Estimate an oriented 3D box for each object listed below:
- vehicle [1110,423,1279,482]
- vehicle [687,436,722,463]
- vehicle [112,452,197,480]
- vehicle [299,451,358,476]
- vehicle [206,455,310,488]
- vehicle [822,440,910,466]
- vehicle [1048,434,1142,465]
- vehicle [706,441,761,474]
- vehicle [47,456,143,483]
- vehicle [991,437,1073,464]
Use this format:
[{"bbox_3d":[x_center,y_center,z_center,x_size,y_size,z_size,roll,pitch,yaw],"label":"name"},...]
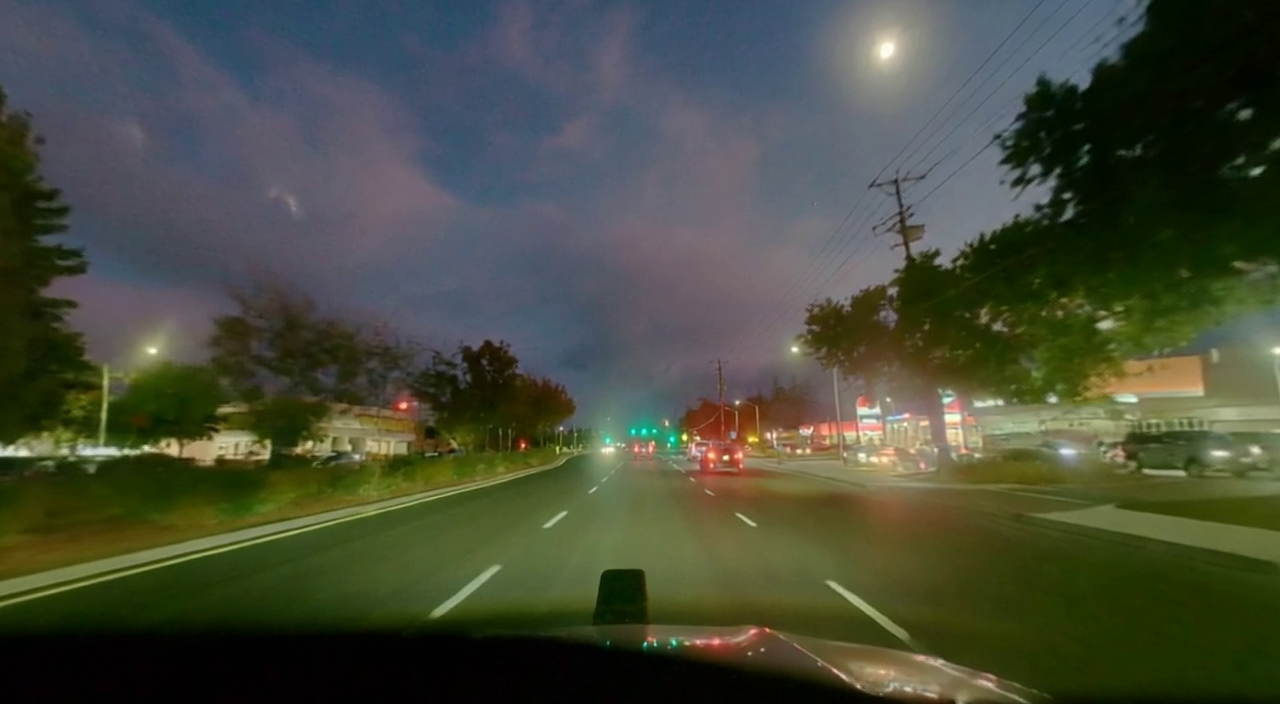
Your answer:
[{"bbox_3d":[21.175,3.807,24.033,2.124,1.920,5.946,0,-9,3],"label":"vehicle"},{"bbox_3d":[4.907,7.529,48.737,2.140,1.921,4.431,0,-9,-1],"label":"vehicle"},{"bbox_3d":[-31.082,7.283,40.555,1.904,1.639,4.317,0,-9,2],"label":"vehicle"},{"bbox_3d":[-22.016,7.869,44.733,1.997,1.637,4.386,-1,-9,-1],"label":"vehicle"},{"bbox_3d":[-19.742,6.180,32.847,1.822,1.479,4.692,-2,-9,12],"label":"vehicle"},{"bbox_3d":[14.657,6.563,41.088,4.909,1.463,1.924,-2,-9,1],"label":"vehicle"},{"bbox_3d":[27.371,5.890,37.997,4.107,1.633,1.974,-2,-8,-5],"label":"vehicle"},{"bbox_3d":[4.427,5.082,30.545,1.916,1.459,4.335,0,-9,-1],"label":"vehicle"},{"bbox_3d":[-34.173,7.339,39.742,1.941,1.492,4.706,-2,-9,-1],"label":"vehicle"},{"bbox_3d":[26.809,6.755,43.215,4.147,1.545,2.108,-3,-9,-4],"label":"vehicle"}]
